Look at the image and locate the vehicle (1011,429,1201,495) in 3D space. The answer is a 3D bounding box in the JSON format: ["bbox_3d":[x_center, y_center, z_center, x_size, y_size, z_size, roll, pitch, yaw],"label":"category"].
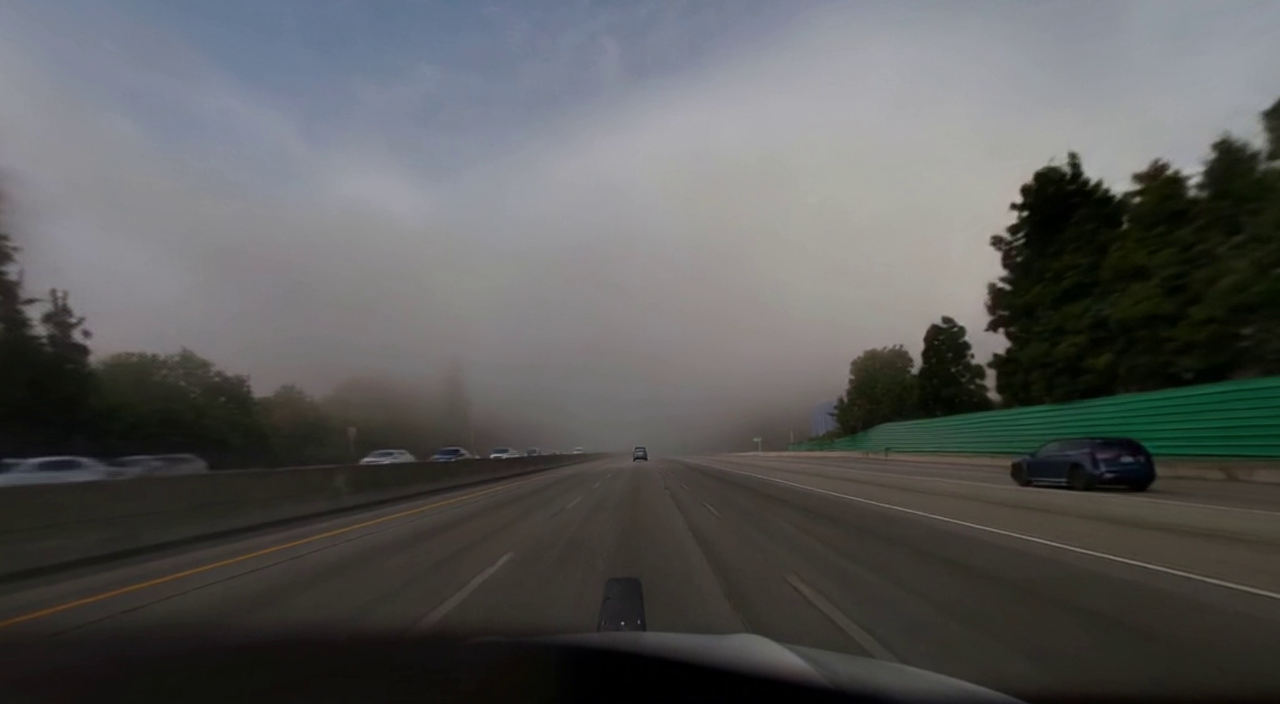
[{"bbox_3d":[12.648,3.028,17.533,2.163,1.596,3.997,0,-9,-1],"label":"vehicle"}]

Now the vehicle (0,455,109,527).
[{"bbox_3d":[-15.688,3.313,15.120,1.972,1.614,4.406,0,-9,1],"label":"vehicle"}]

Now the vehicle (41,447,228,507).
[{"bbox_3d":[-19.424,4.797,24.790,2.282,2.038,6.005,0,-9,1],"label":"vehicle"}]

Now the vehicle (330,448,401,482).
[{"bbox_3d":[-15.595,6.446,36.126,2.114,1.792,4.296,0,-9,0],"label":"vehicle"}]

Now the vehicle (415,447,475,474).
[{"bbox_3d":[-11.055,6.177,36.046,1.971,1.469,4.346,0,-9,0],"label":"vehicle"}]
